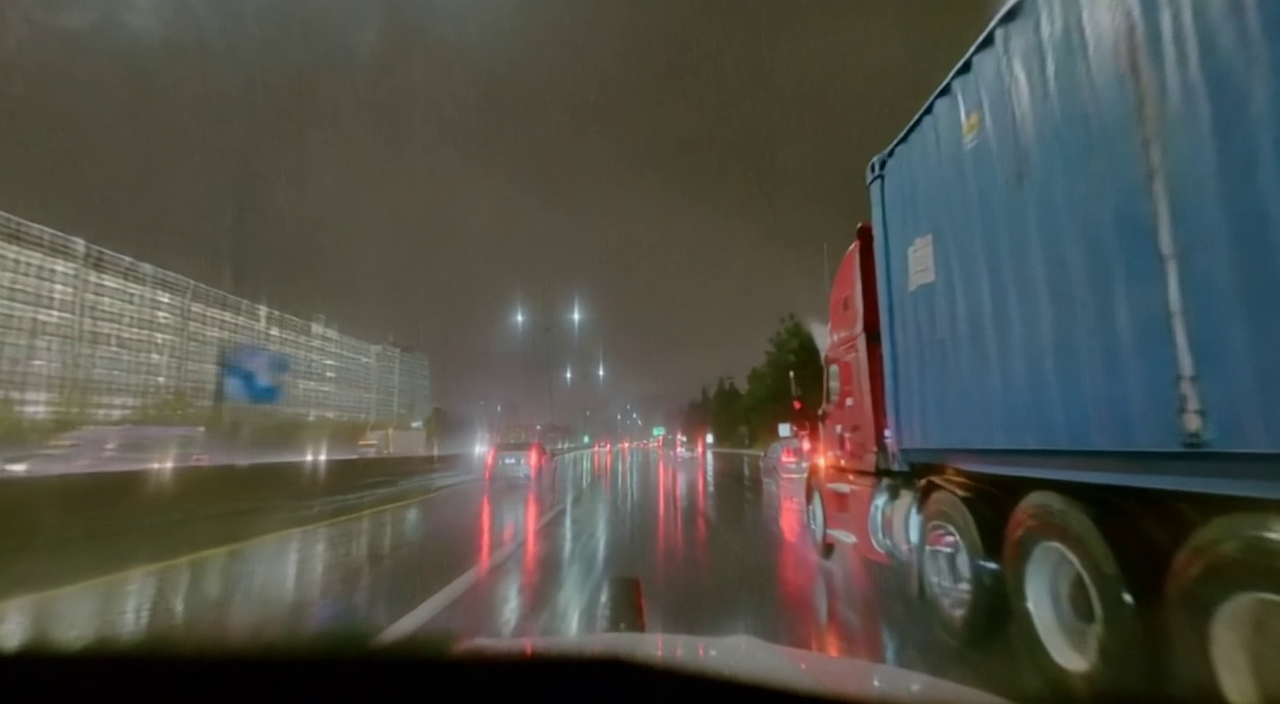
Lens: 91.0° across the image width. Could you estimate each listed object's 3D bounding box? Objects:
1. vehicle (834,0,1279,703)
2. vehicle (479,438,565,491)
[{"bbox_3d":[3.665,0.012,3.814,3.089,3.779,6.420,0,-9,2],"label":"vehicle"},{"bbox_3d":[-3.703,3.597,20.493,1.954,1.528,4.010,0,-9,1],"label":"vehicle"}]
